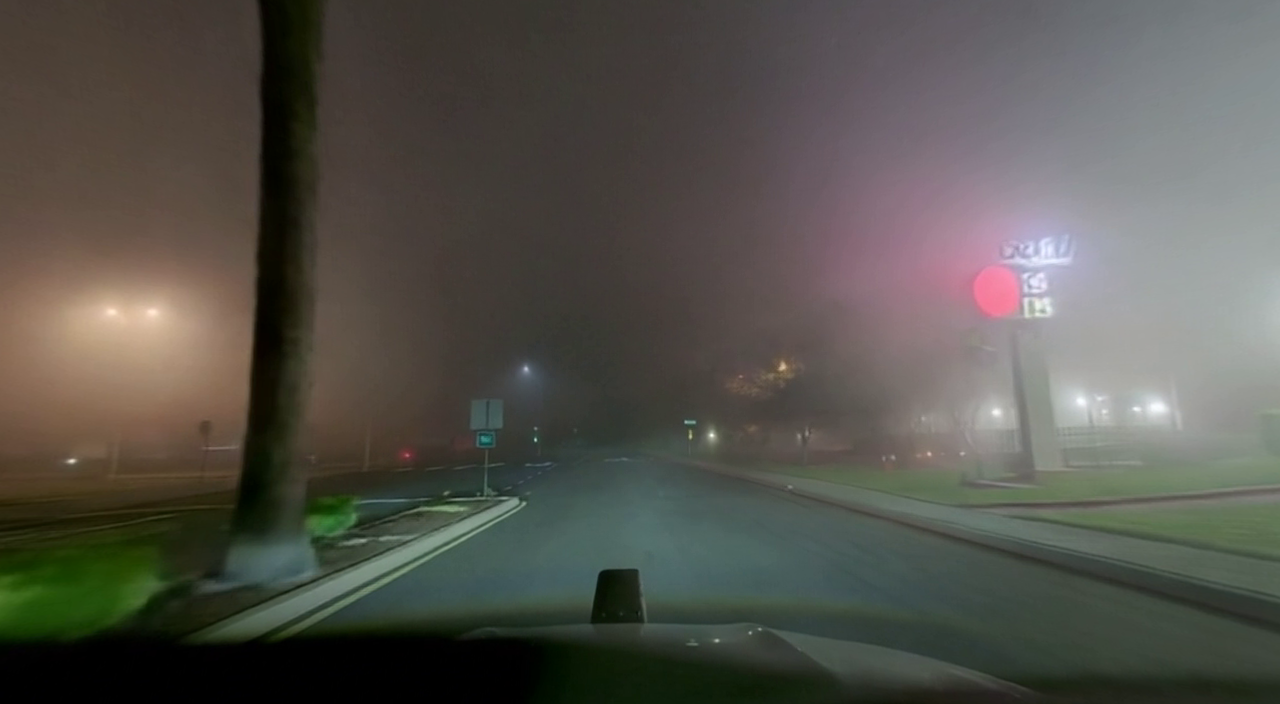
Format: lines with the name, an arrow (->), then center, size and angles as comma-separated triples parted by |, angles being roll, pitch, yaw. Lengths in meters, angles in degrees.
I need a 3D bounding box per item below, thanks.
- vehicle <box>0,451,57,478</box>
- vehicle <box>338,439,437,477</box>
vehicle -> -37.823, 6.703, 37.678 | 1.919, 1.502, 4.695 | 1, -9, -6
vehicle -> -13.347, 5.602, 33.466 | 4.651, 1.863, 2.174 | -4, -10, 25
